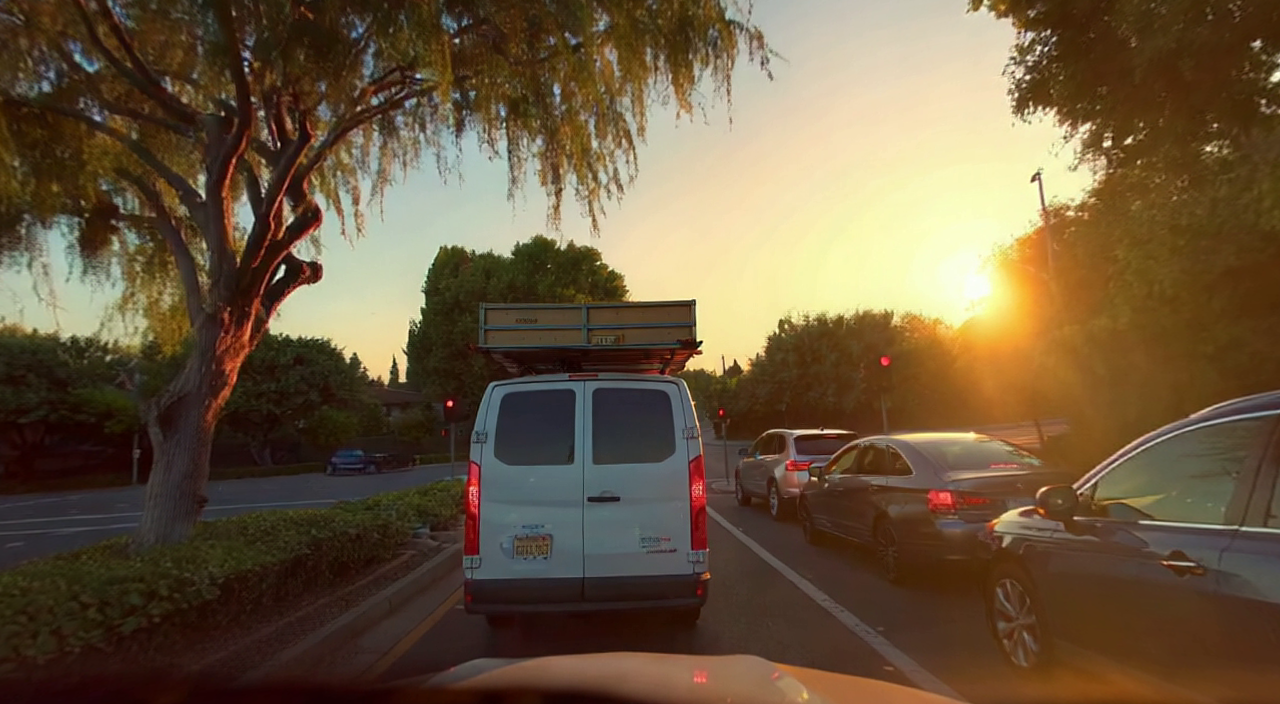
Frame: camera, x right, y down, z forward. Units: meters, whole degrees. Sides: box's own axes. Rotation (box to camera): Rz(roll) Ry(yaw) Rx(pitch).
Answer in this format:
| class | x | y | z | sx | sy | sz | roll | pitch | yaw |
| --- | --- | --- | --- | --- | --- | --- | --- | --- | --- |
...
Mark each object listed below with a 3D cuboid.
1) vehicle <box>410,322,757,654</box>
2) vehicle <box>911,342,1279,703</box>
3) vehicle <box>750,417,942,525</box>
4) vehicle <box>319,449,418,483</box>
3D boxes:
| class | x | y | z | sx | sy | sz | roll | pitch | yaw |
| --- | --- | --- | --- | --- | --- | --- | --- | --- | --- |
| vehicle | -0.362 | 1.151 | 6.189 | 2.145 | 2.089 | 4.309 | 0 | -9 | 0 |
| vehicle | 3.458 | 0.943 | 3.411 | 1.965 | 1.671 | 4.146 | 0 | -9 | -3 |
| vehicle | 3.667 | 2.212 | 12.261 | 2.024 | 1.692 | 4.252 | 1 | -9 | -4 |
| vehicle | -14.039 | 5.882 | 32.758 | 4.501 | 1.613 | 1.852 | 5 | -10 | -28 |
